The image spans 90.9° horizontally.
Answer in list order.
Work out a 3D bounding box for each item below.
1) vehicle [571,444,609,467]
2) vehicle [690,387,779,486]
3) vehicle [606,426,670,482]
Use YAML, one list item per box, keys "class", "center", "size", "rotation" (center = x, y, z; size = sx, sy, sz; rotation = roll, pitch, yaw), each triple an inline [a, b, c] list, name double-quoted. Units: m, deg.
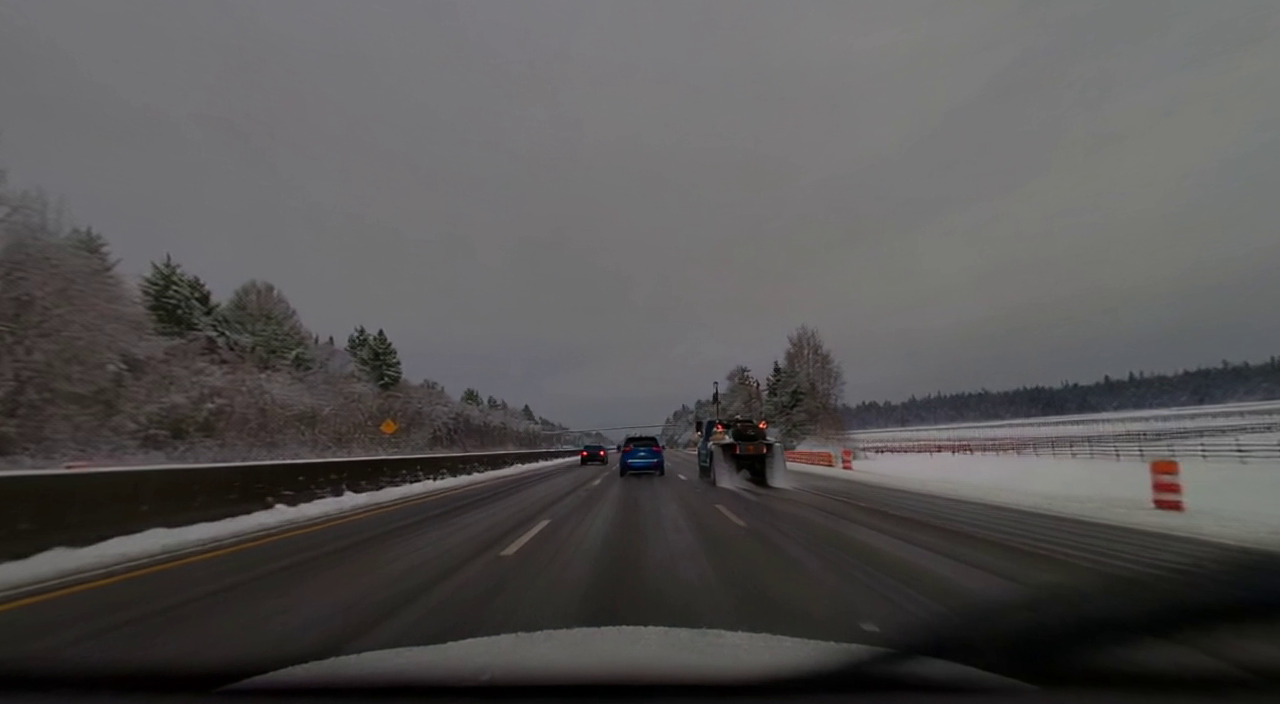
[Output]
- class: "vehicle"
  center: [-3.233, 6.832, 41.826]
  size: [2.096, 1.469, 4.319]
  rotation: [0, -8, 1]
- class: "vehicle"
  center: [4.057, 3.993, 29.441]
  size: [2.793, 3.828, 9.580]
  rotation: [0, -8, 1]
- class: "vehicle"
  center: [-0.056, 4.041, 25.173]
  size: [2.308, 1.993, 4.631]
  rotation: [0, -8, 1]
